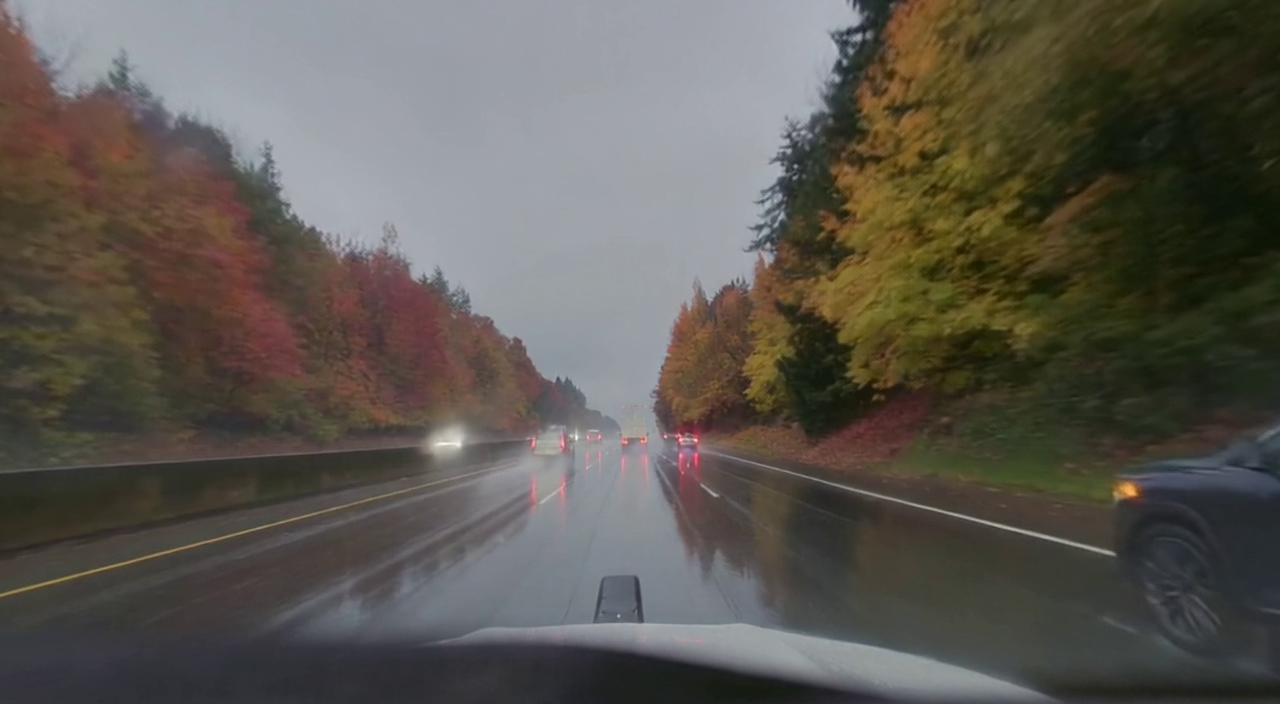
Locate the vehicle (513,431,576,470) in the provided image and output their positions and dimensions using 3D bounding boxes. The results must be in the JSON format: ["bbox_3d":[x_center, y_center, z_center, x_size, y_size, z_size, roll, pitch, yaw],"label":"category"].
[{"bbox_3d":[-3.878,4.056,26.169,2.027,1.501,3.920,0,-8,-1],"label":"vehicle"}]

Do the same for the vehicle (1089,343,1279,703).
[{"bbox_3d":[3.929,0.663,1.842,1.962,1.680,4.298,0,-8,-1],"label":"vehicle"}]
